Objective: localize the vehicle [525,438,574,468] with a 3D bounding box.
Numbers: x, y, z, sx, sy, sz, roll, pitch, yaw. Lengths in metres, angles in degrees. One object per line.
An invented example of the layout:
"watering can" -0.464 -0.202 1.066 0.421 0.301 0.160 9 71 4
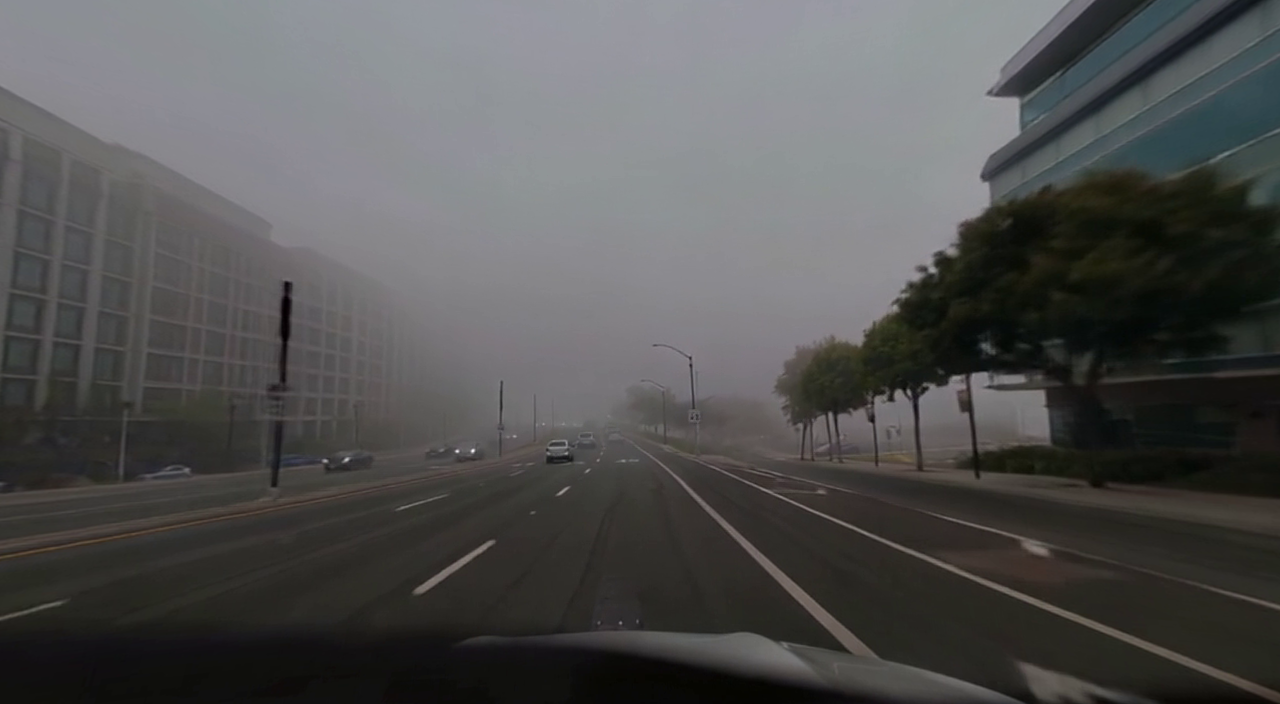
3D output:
"vehicle" -4.729 5.331 33.509 2.025 1.474 4.292 0 -8 -1

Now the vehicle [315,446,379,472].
"vehicle" -20.036 7.337 43.489 2.077 1.655 4.570 0 -8 2

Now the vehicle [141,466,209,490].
"vehicle" -33.506 9.060 45.634 1.677 1.410 4.130 0 -7 2

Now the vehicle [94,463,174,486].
"vehicle" -39.437 9.534 49.307 4.336 1.572 1.985 2 -8 -12
